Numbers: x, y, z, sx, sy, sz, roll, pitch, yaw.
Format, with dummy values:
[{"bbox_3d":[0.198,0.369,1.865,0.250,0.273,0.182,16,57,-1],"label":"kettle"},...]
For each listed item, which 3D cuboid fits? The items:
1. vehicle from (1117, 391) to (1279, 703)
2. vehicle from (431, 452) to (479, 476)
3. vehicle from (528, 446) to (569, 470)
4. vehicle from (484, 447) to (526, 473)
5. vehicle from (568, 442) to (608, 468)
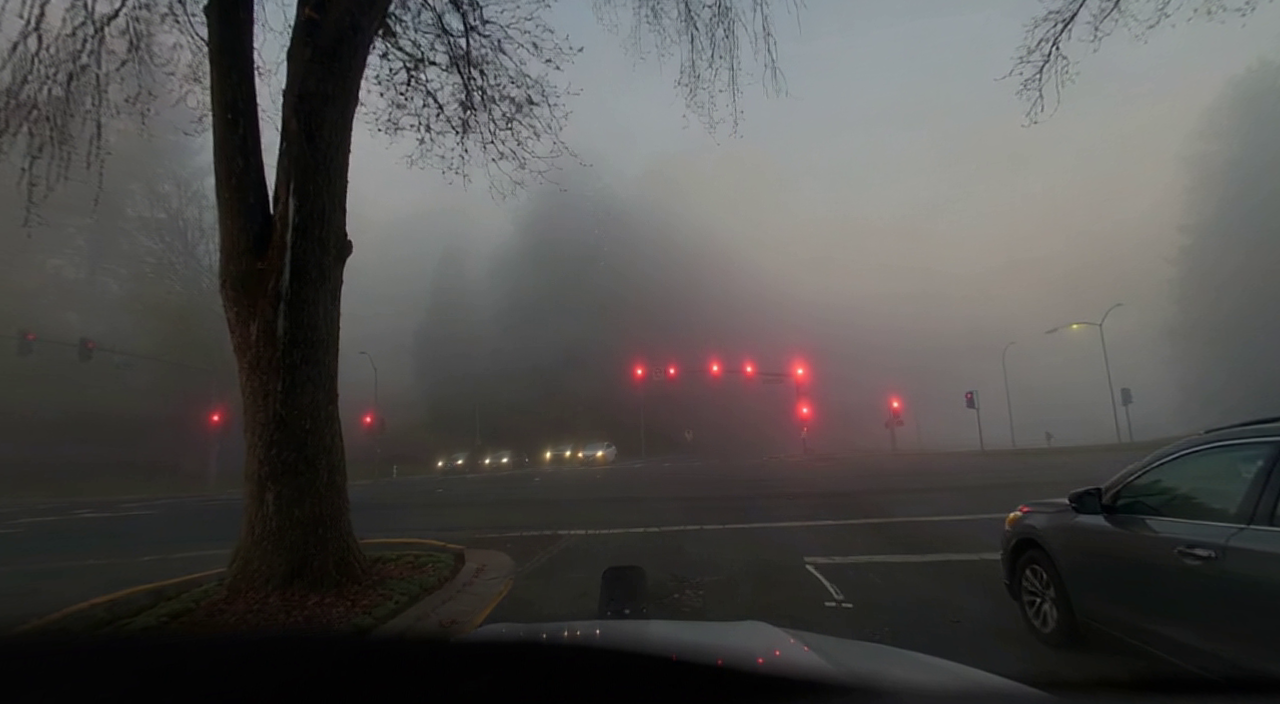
[{"bbox_3d":[3.051,0.617,0.419,1.978,1.468,4.544,0,-9,2],"label":"vehicle"},{"bbox_3d":[-13.406,8.148,45.987,2.101,1.637,4.304,0,-9,1],"label":"vehicle"},{"bbox_3d":[-6.551,7.606,45.497,2.126,1.657,4.307,0,-9,2],"label":"vehicle"},{"bbox_3d":[-9.785,7.836,45.955,2.064,1.725,4.243,0,-9,1],"label":"vehicle"},{"bbox_3d":[-3.582,7.210,44.304,2.215,1.732,4.684,-1,-9,2],"label":"vehicle"}]
